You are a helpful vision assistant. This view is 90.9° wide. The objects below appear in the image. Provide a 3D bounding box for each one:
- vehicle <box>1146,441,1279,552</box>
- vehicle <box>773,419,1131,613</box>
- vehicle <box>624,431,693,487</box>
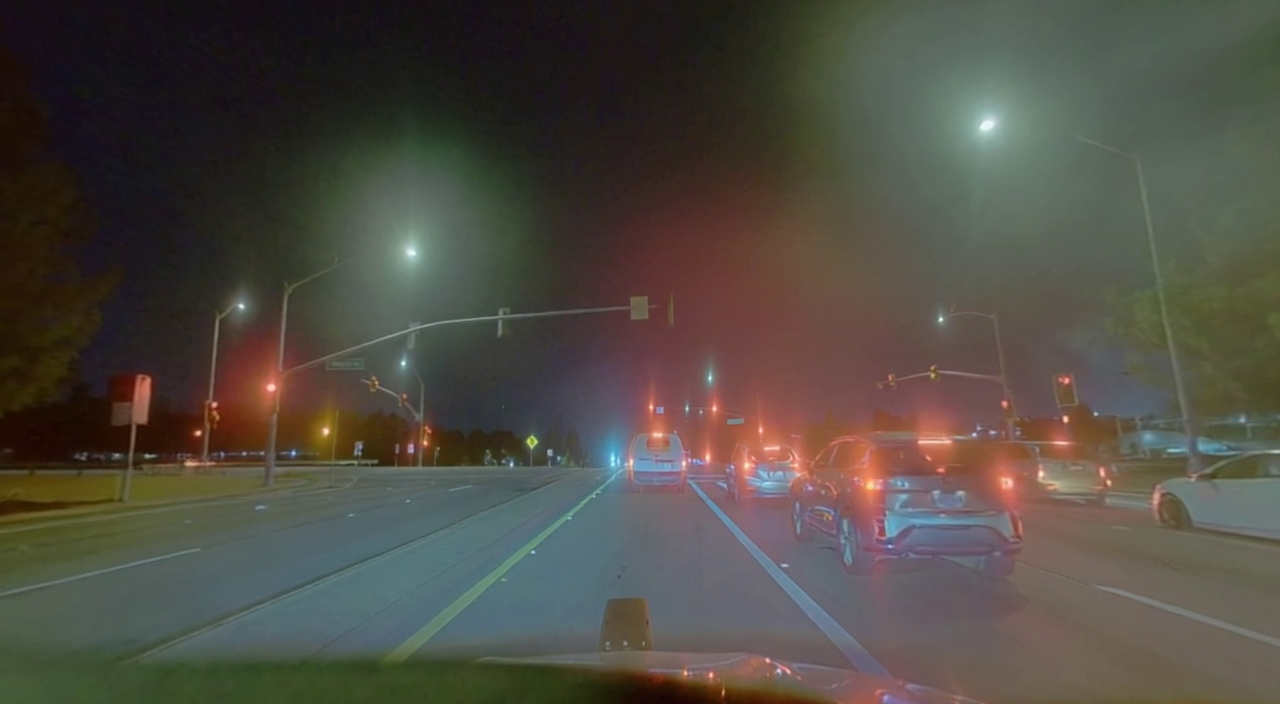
[{"bbox_3d":[9.300,1.887,8.182,1.884,1.422,4.262,0,-8,-1],"label":"vehicle"},{"bbox_3d":[3.007,1.646,7.313,2.078,1.578,4.107,0,-8,1],"label":"vehicle"},{"bbox_3d":[0.574,3.823,22.835,2.245,1.800,4.522,0,-8,0],"label":"vehicle"}]
